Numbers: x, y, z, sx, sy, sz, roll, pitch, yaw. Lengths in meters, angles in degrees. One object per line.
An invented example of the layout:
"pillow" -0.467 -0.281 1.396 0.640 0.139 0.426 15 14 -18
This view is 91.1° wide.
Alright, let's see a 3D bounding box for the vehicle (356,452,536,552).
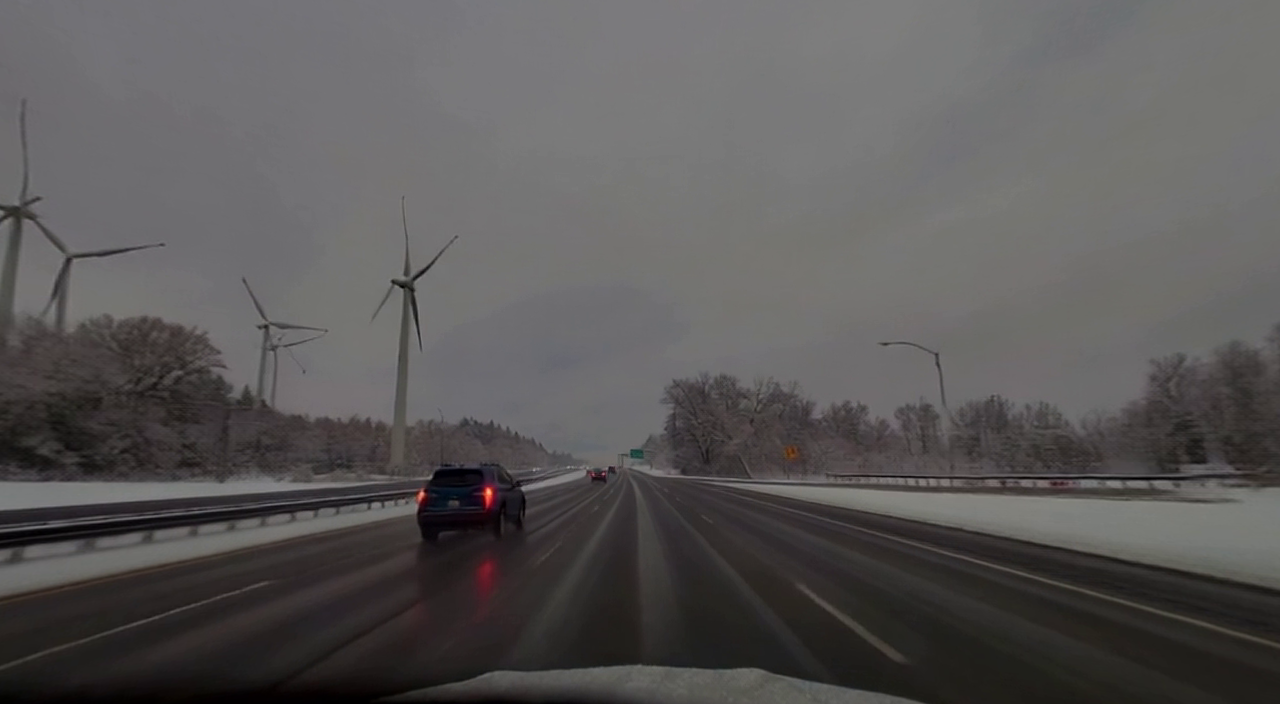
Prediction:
"vehicle" -3.351 2.710 11.827 2.001 1.486 4.104 1 -11 1
